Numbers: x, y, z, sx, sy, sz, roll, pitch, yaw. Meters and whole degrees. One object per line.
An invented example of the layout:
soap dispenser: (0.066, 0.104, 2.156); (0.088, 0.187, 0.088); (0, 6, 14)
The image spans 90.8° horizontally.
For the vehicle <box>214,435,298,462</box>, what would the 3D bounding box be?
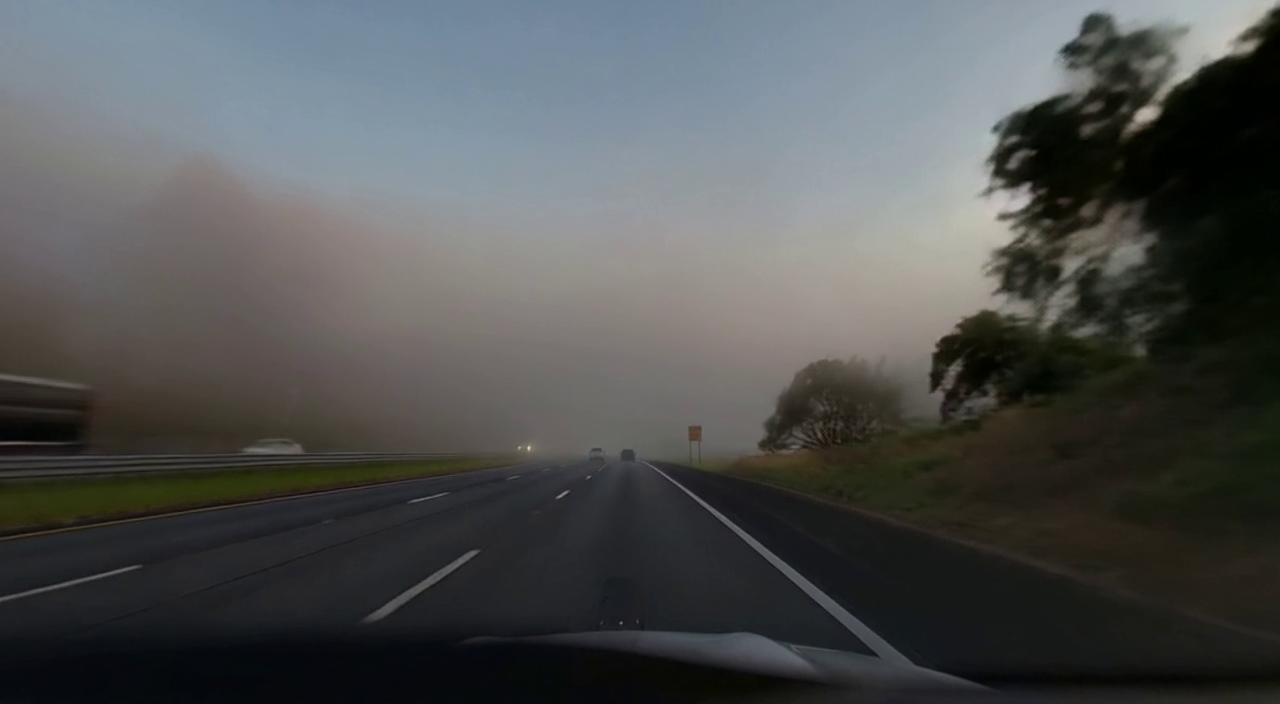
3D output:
vehicle: (-22.747, 5.763, 37.613); (1.999, 1.512, 4.919); (0, -9, -1)
